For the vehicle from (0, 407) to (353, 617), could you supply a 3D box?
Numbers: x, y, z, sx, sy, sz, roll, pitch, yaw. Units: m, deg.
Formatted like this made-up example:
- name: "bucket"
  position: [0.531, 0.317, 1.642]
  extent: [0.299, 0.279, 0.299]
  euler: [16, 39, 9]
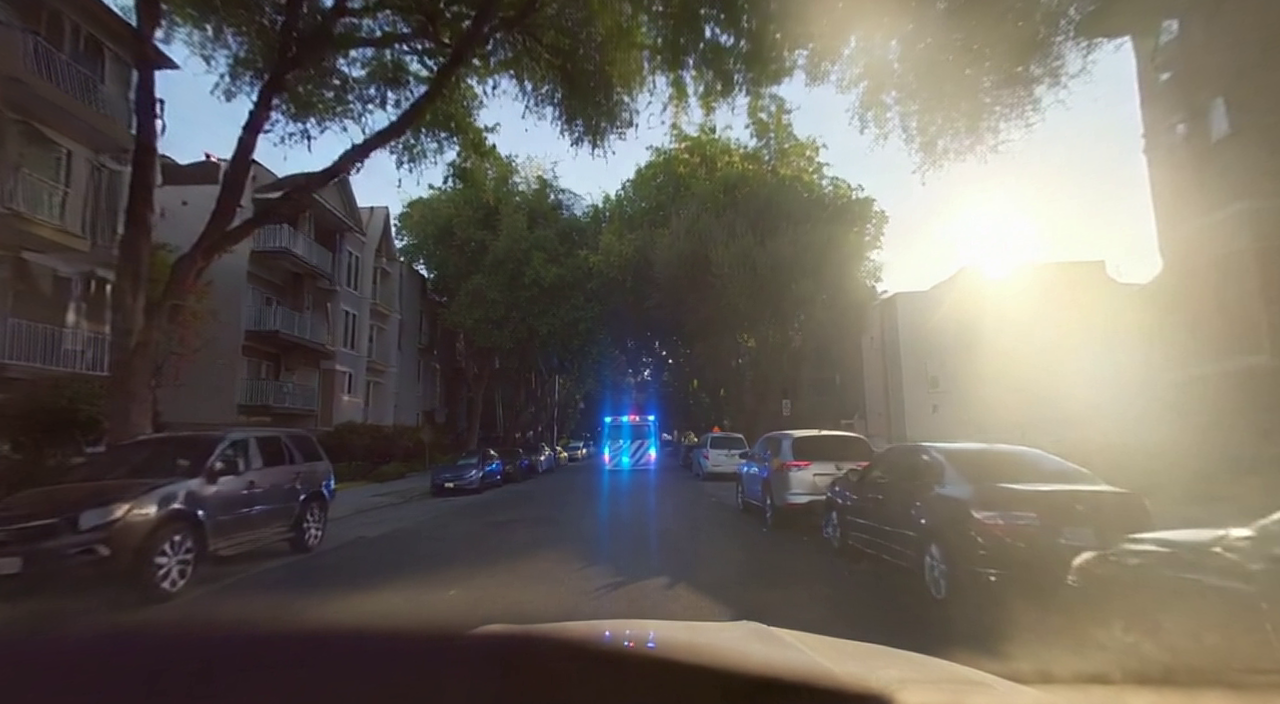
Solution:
- name: "vehicle"
  position: [-5.398, 1.715, 7.696]
  extent: [1.923, 1.755, 4.316]
  euler: [-2, -8, -2]

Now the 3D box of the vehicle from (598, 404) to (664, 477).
- name: "vehicle"
  position: [-0.398, 4.267, 30.300]
  extent: [2.754, 3.008, 7.730]
  euler: [0, -8, -1]

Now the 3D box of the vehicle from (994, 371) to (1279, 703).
- name: "vehicle"
  position: [3.209, 0.807, 1.592]
  extent: [2.035, 1.549, 4.373]
  euler: [3, -8, -2]

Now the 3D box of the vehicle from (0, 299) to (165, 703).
- name: "vehicle"
  position: [-3.018, 0.519, 0.466]
  extent: [2.029, 1.802, 4.229]
  euler: [0, -8, -1]

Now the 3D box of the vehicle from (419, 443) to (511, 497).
- name: "vehicle"
  position: [-5.870, 3.966, 21.788]
  extent: [1.967, 1.492, 4.781]
  euler: [-4, -8, -3]
